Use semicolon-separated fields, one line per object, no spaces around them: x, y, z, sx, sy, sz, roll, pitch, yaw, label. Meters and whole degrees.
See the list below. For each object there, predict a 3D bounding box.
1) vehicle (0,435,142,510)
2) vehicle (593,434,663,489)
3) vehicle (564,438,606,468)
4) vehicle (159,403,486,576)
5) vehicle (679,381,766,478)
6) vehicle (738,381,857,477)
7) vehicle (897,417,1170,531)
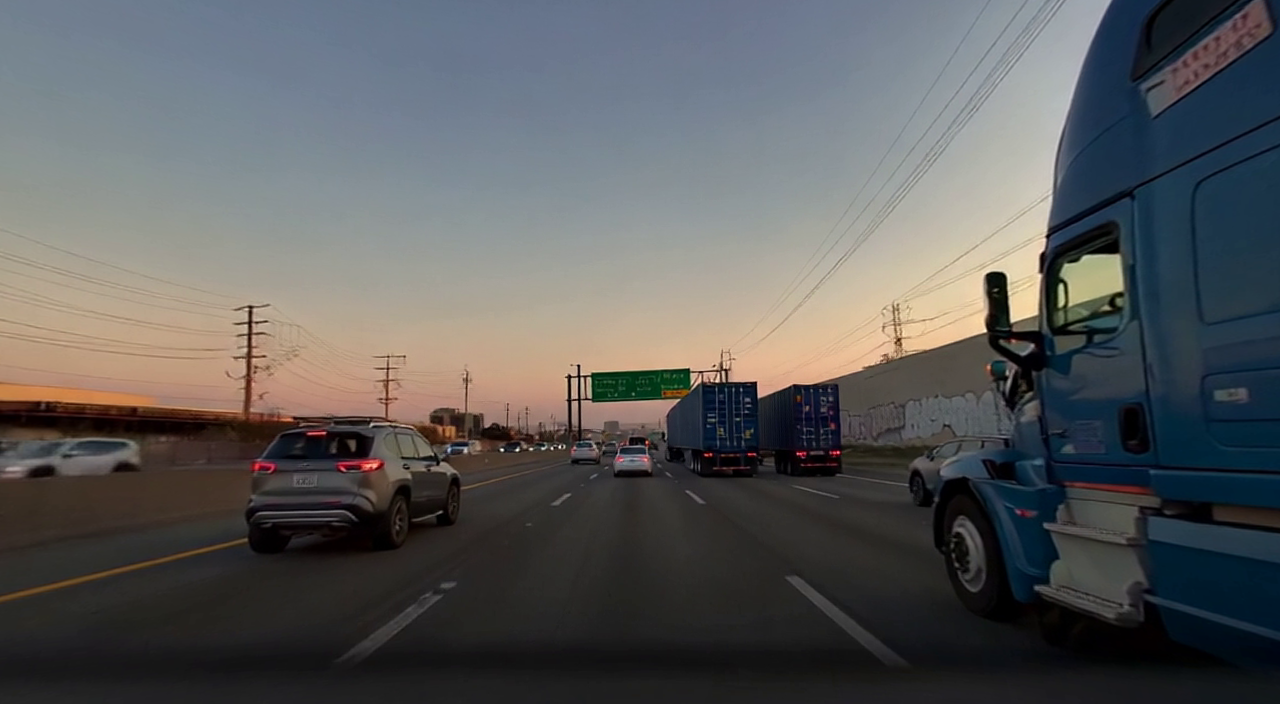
-14.789;2.834;15.140;2.098;1.584;4.414;0;-9;0;vehicle
-0.395;3.753;21.932;2.191;1.685;4.015;0;-9;0;vehicle
-3.506;6.571;41.233;2.243;1.820;4.473;0;-9;1;vehicle
-3.925;1.801;9.046;2.264;1.804;4.584;0;-9;0;vehicle
3.840;4.220;33.062;2.800;4.039;13.179;0;-9;0;vehicle
7.664;4.212;33.137;2.868;4.017;12.827;0;-9;0;vehicle
7.002;2.223;12.076;2.202;1.731;4.628;0;-9;0;vehicle
